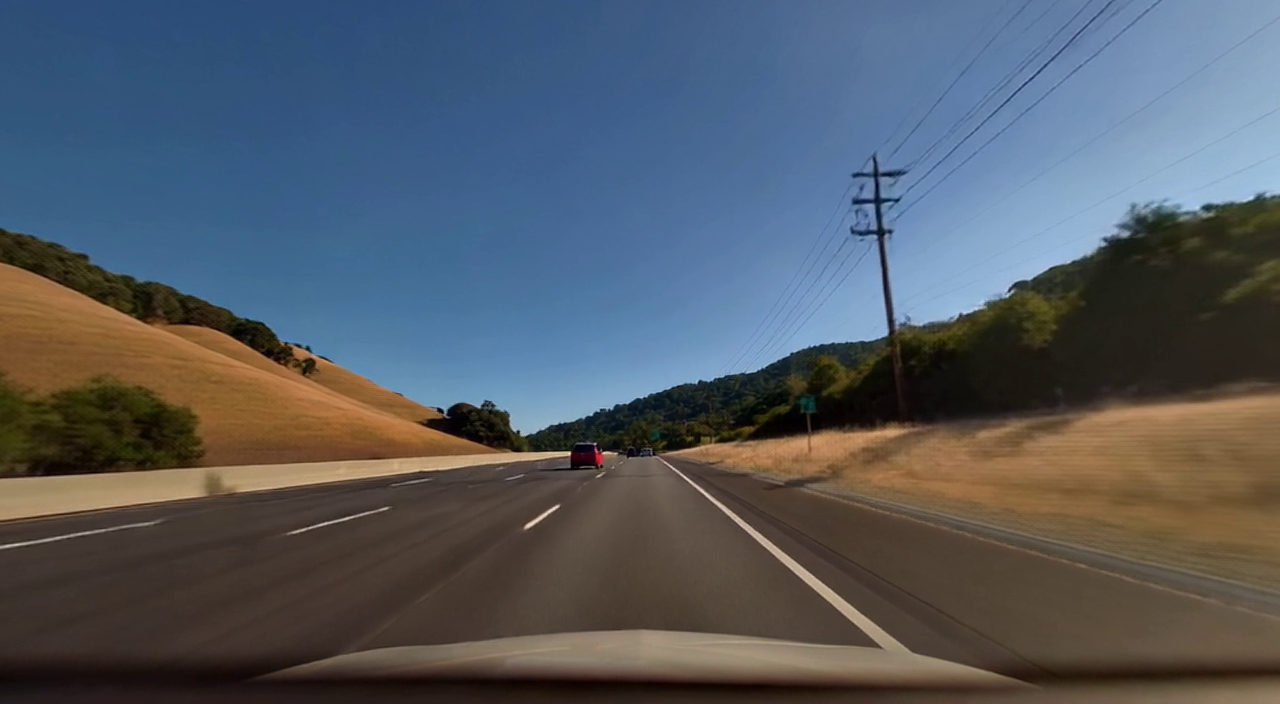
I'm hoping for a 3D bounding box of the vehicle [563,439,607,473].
[{"bbox_3d":[-3.134,6.048,36.984,2.136,1.845,4.515,0,-8,1],"label":"vehicle"}]
